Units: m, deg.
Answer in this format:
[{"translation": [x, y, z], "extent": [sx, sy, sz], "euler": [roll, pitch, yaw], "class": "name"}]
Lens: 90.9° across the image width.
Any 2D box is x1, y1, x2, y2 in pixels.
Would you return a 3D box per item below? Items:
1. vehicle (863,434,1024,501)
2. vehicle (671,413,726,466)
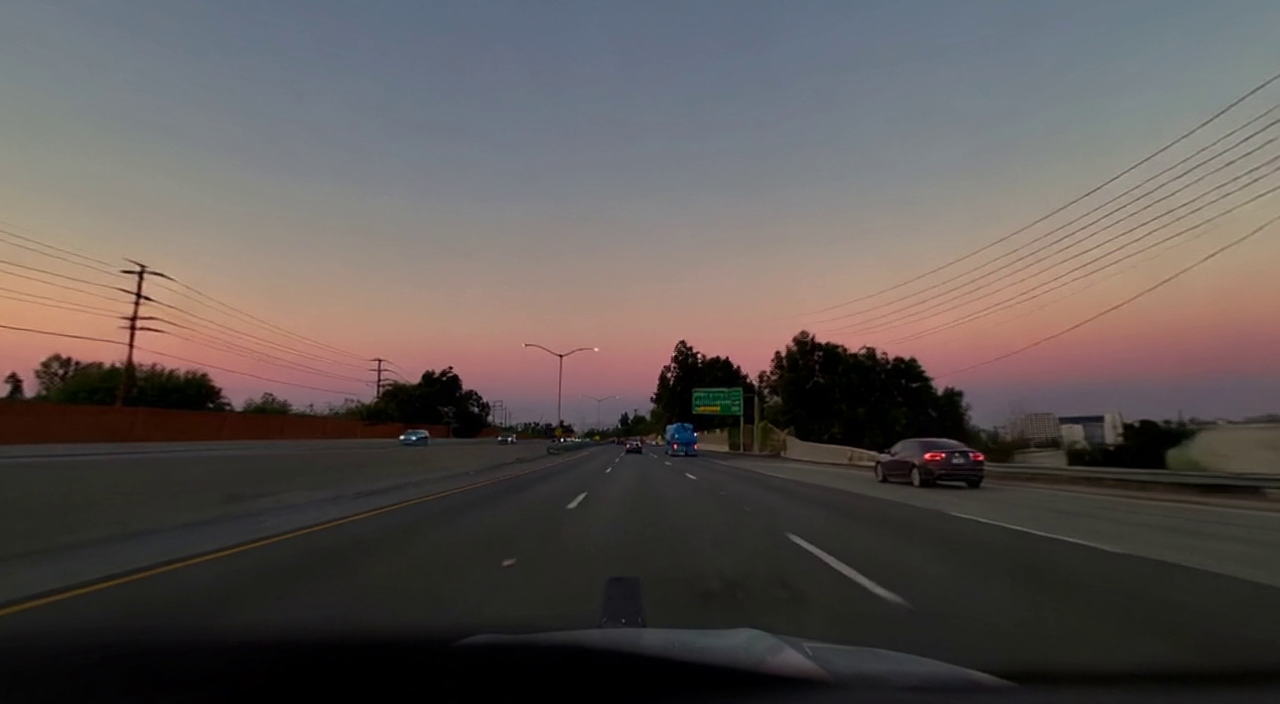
[{"translation": [7.727, 2.965, 16.691], "extent": [1.905, 1.480, 4.624], "euler": [0, -8, -1], "class": "vehicle"}, {"translation": [3.712, 5.847, 42.110], "extent": [2.791, 3.179, 8.074], "euler": [0, -8, -1], "class": "vehicle"}]
